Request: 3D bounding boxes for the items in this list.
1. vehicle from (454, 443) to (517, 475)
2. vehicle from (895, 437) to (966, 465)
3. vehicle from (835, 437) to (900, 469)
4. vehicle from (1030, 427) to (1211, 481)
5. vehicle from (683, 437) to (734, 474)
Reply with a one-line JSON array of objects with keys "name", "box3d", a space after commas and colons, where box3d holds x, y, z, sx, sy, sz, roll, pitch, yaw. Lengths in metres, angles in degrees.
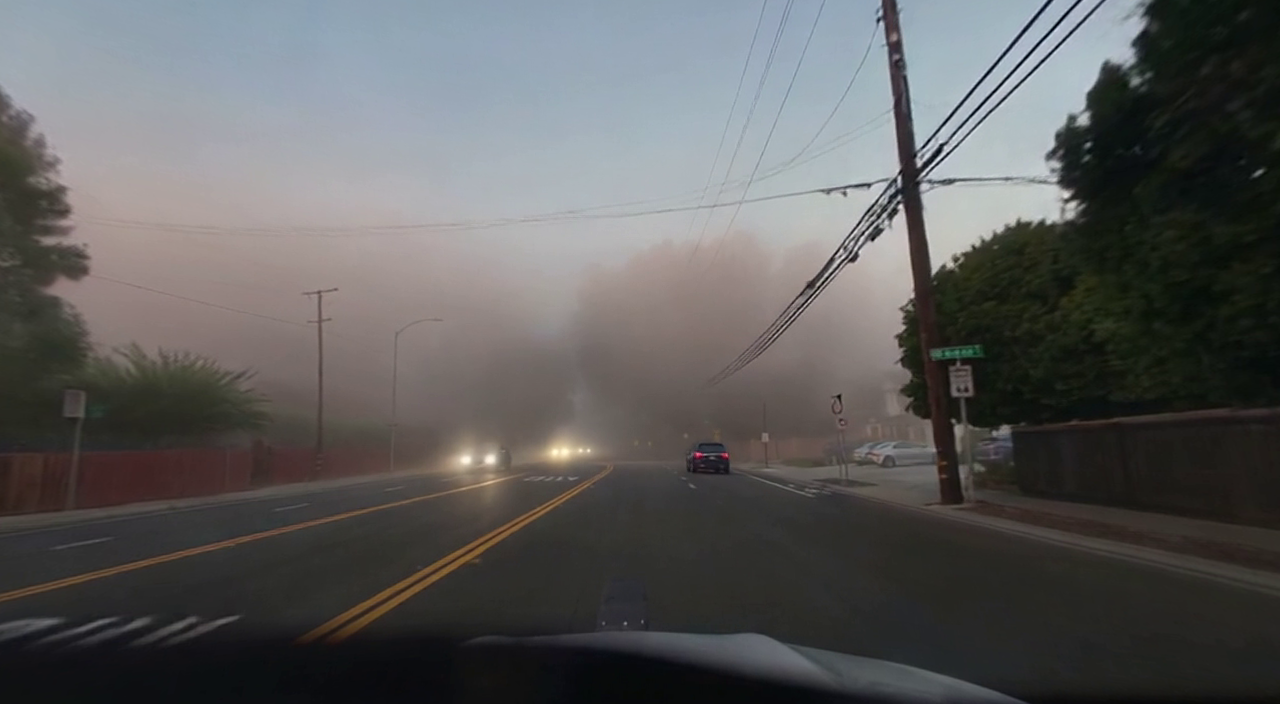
[{"name": "vehicle", "box3d": [-8.463, 5.895, 34.978, 2.179, 1.613, 4.516, -1, -9, 3]}, {"name": "vehicle", "box3d": [16.105, 5.514, 35.221, 1.747, 1.405, 4.372, 0, -9, -2]}, {"name": "vehicle", "box3d": [12.404, 5.542, 34.683, 1.970, 1.561, 4.725, -1, -9, 3]}, {"name": "vehicle", "box3d": [15.321, 3.266, 20.295, 4.135, 1.558, 1.929, -2, -8, 2]}, {"name": "vehicle", "box3d": [3.670, 5.675, 34.757, 2.144, 1.843, 4.827, 0, -9, -2]}]
